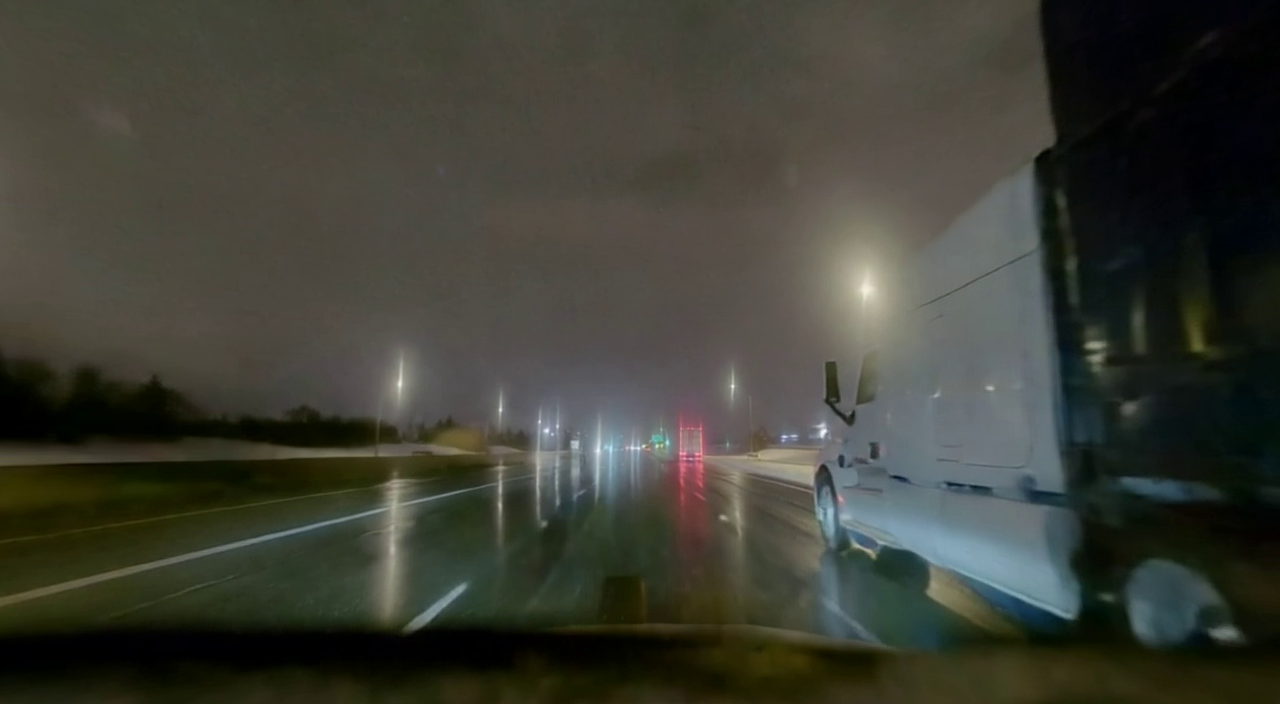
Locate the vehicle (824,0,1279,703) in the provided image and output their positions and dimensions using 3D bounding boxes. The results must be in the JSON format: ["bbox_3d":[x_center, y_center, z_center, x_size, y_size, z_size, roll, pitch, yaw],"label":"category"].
[{"bbox_3d":[3.511,-0.200,2.827,2.998,3.820,8.356,0,-9,1],"label":"vehicle"}]
